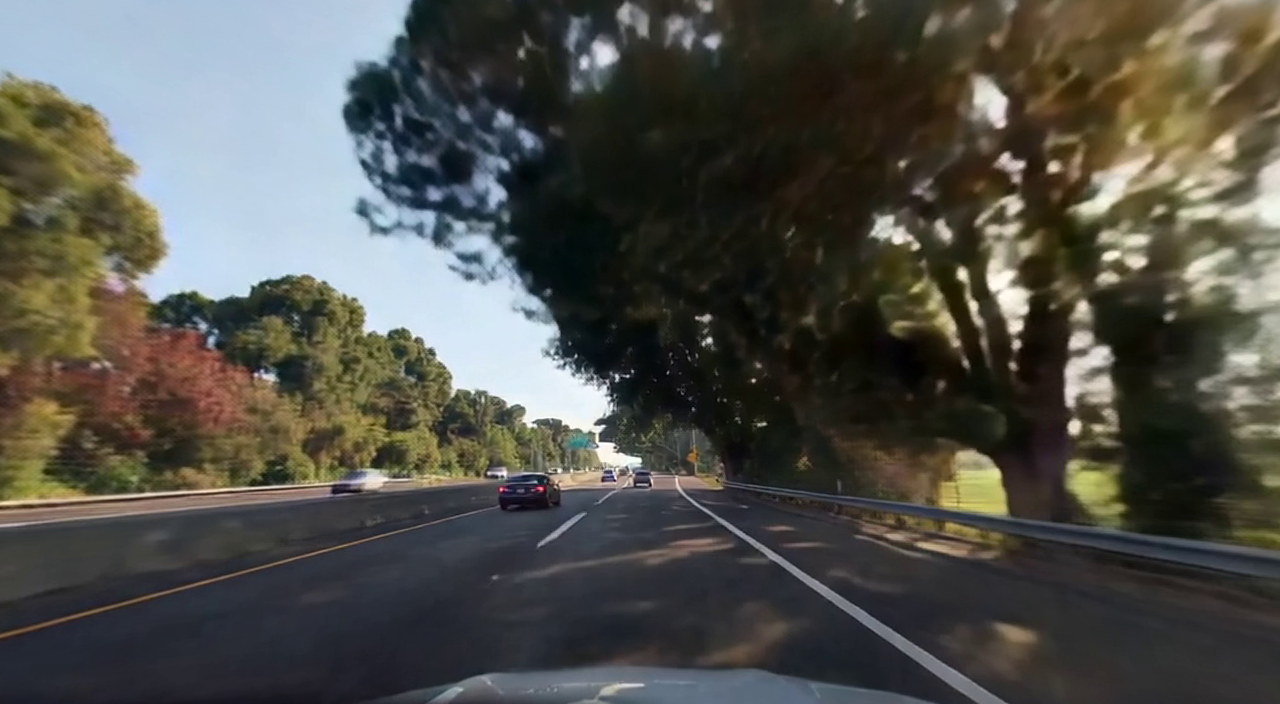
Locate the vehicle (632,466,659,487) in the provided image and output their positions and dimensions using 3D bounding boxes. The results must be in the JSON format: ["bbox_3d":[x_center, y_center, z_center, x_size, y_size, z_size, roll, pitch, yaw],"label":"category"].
[{"bbox_3d":[0.449,9.840,49.850,2.065,1.596,3.869,1,-11,1],"label":"vehicle"}]

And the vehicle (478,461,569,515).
[{"bbox_3d":[-3.623,4.355,20.478,2.047,1.523,4.279,0,-11,1],"label":"vehicle"}]

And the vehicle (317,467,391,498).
[{"bbox_3d":[-15.856,7.256,35.246,1.906,1.521,4.727,1,-11,0],"label":"vehicle"}]
